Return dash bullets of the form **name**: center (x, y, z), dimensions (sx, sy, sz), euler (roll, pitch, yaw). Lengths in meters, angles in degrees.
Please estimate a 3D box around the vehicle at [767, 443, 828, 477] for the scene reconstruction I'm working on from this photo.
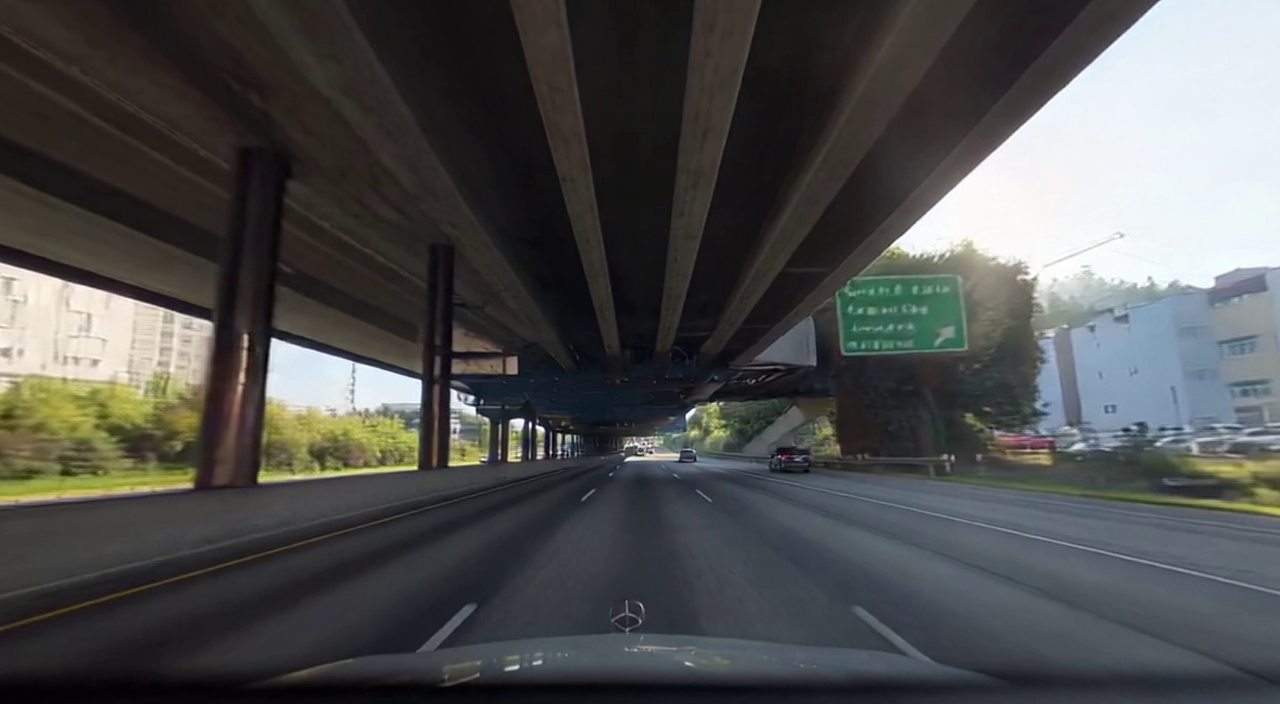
- **vehicle**: center (7.654, 5.282, 31.020), dimensions (1.923, 1.516, 3.815), euler (0, -9, -2)
